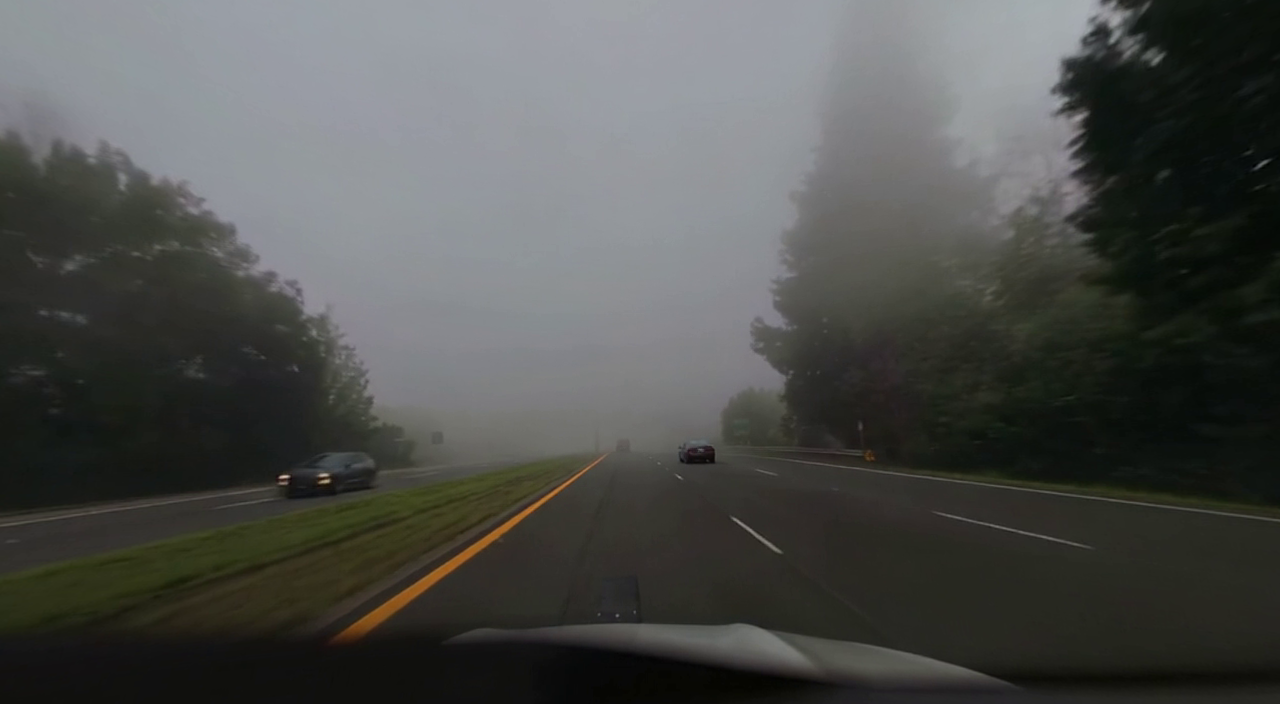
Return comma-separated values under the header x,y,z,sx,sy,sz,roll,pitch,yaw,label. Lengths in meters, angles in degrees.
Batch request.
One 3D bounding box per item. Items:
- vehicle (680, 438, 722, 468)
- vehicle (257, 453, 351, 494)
x,y,z,sx,sy,sz,roll,pitch,yaw,label
3.190,5.369,33.673,1.781,1.470,3.540,0,-8,-2,vehicle
-13.313,4.802,25.185,1.742,1.430,3.733,0,-8,-1,vehicle
